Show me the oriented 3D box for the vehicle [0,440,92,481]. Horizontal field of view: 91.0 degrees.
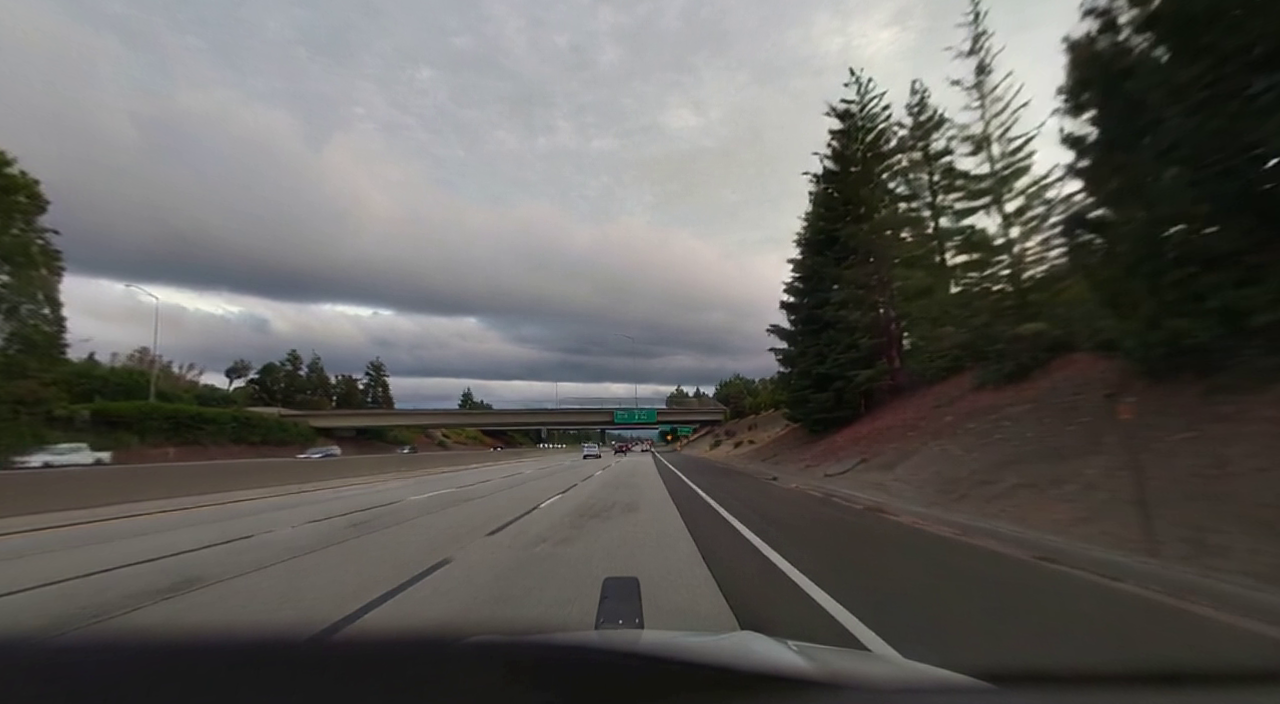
[{"bbox_3d":[-32.080,5.539,32.471,2.220,1.982,5.871,0,-9,1],"label":"vehicle"}]
